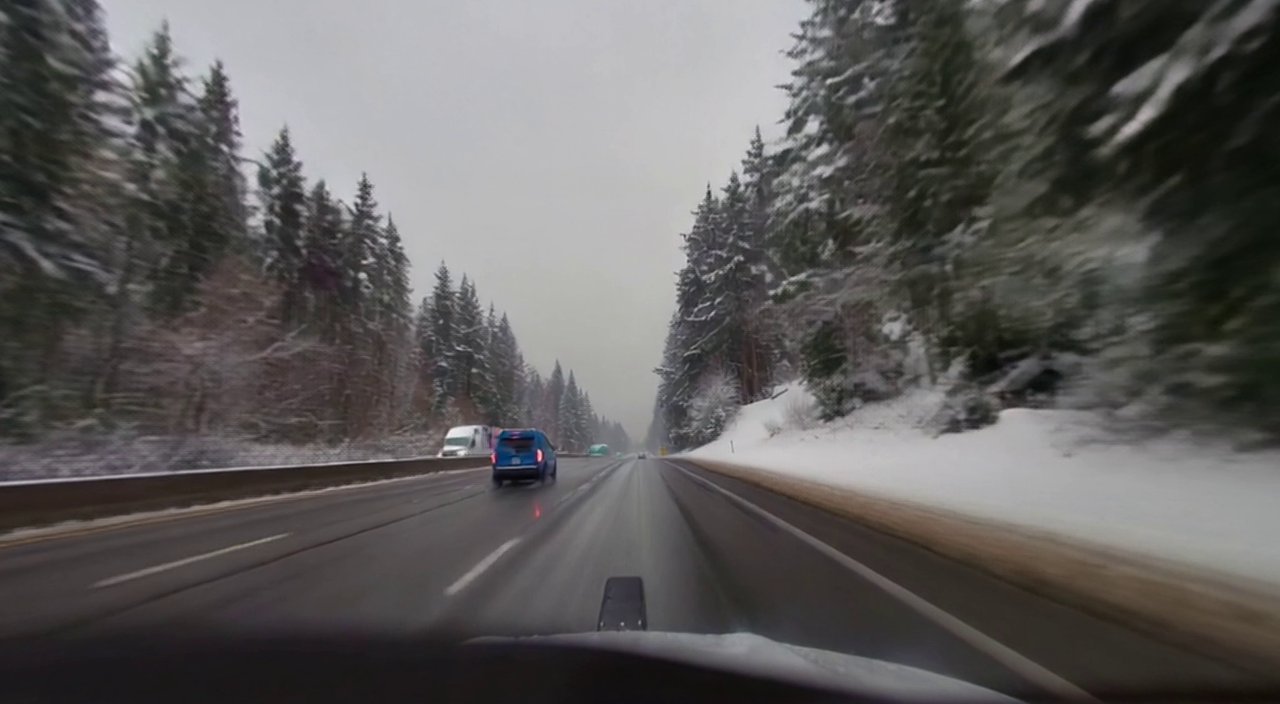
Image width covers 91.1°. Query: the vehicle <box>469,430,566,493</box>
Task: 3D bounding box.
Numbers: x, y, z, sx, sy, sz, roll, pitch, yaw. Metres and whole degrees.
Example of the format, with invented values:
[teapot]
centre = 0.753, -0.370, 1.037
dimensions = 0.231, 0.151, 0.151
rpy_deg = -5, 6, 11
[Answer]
[vehicle]
centre = -3.716, 3.405, 19.952
dimensions = 2.084, 1.752, 4.479
rpy_deg = 0, -8, 2
